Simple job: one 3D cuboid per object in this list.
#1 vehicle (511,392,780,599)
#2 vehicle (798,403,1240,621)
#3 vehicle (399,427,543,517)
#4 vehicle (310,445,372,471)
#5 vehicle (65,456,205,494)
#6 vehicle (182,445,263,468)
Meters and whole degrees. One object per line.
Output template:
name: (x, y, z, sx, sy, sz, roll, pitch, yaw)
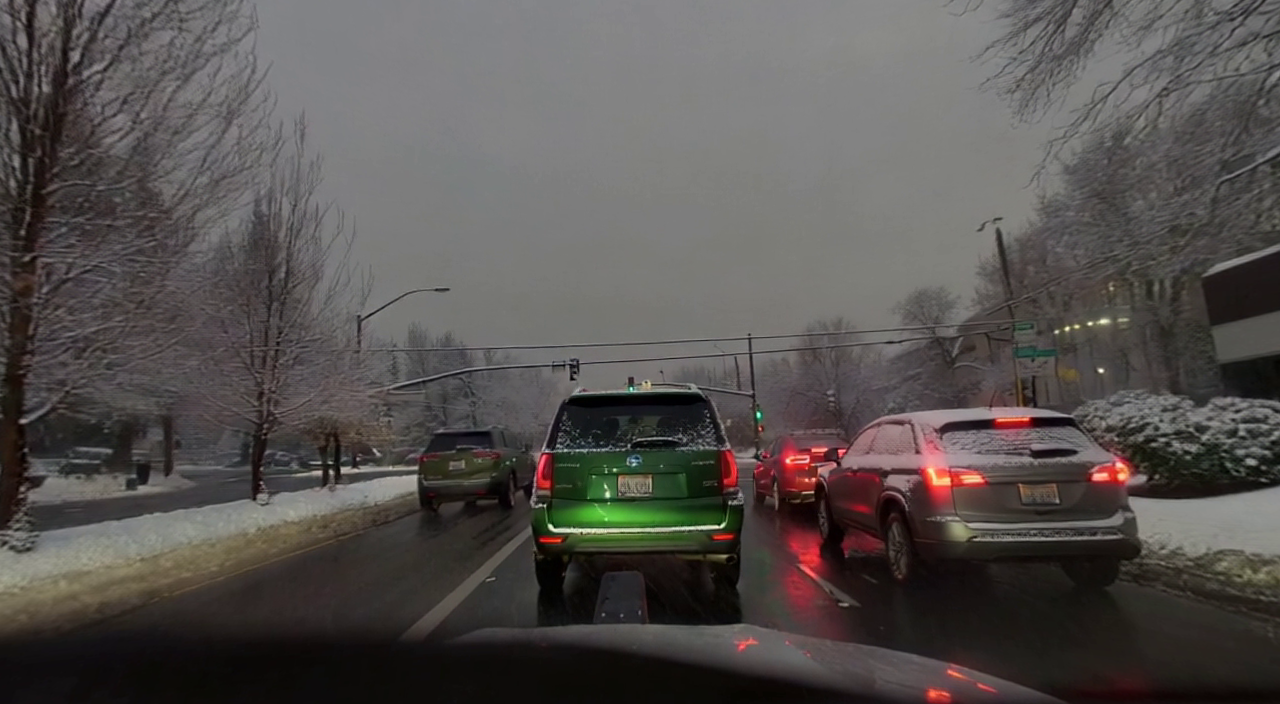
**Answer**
vehicle: (0.019, 1.515, 7.419, 2.294, 1.761, 3.857, 0, -9, -1)
vehicle: (3.464, 1.553, 7.071, 2.202, 1.657, 4.298, 0, -9, -1)
vehicle: (-3.421, 2.514, 13.685, 1.961, 1.639, 4.064, 0, -9, 1)
vehicle: (-22.153, 7.837, 47.065, 1.993, 1.844, 5.316, 0, -8, 0)
vehicle: (-22.273, 5.406, 28.181, 2.312, 1.443, 4.684, 0, -9, 1)
vehicle: (-30.003, 7.505, 45.460, 4.403, 1.532, 1.914, 0, -8, -3)
